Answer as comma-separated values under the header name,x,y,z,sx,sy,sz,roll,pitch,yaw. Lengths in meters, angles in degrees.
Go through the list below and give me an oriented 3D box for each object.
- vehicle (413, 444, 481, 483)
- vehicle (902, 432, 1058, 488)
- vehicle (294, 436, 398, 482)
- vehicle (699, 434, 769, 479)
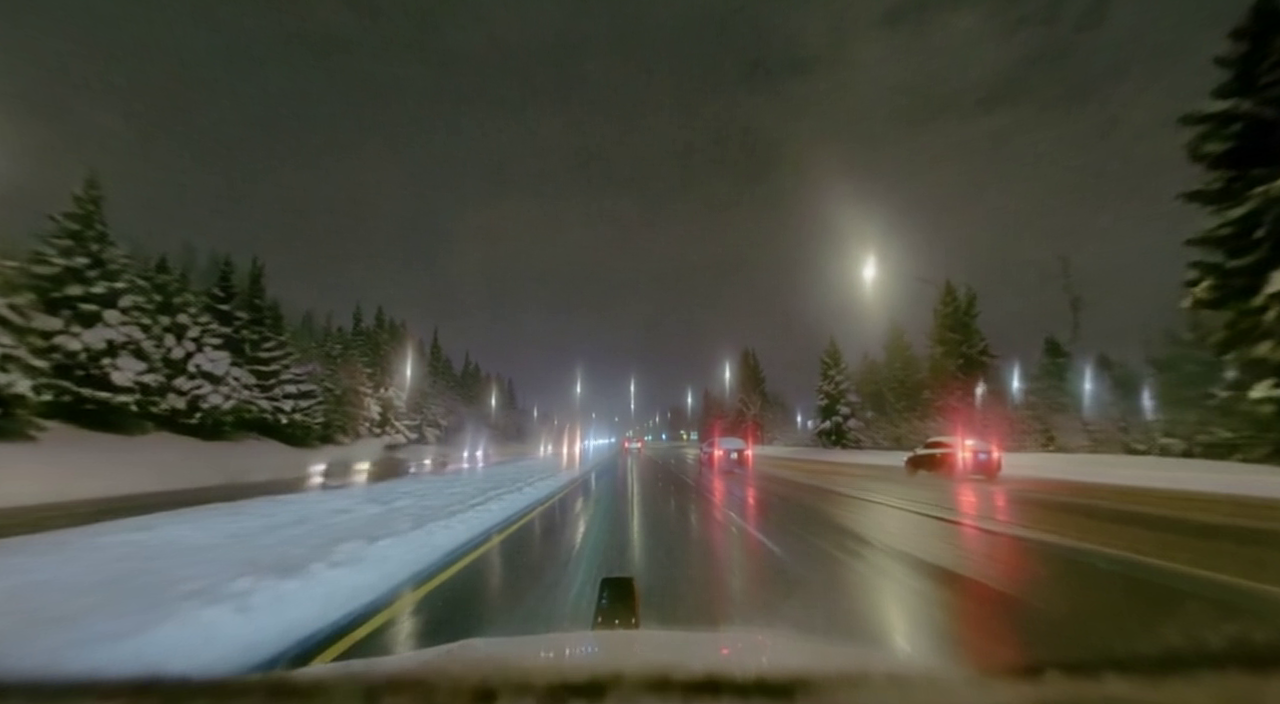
name,x,y,z,sx,sy,sz,roll,pitch,yaw
vehicle,-7.330,4.233,24.328,1.530,1.369,3.450,0,-8,0
vehicle,10.452,3.366,20.005,1.987,1.502,5.130,0,-8,-1
vehicle,-11.478,4.200,25.078,1.951,1.628,4.636,0,-8,-1
vehicle,3.628,4.118,25.163,2.018,1.600,4.121,0,-8,-2
